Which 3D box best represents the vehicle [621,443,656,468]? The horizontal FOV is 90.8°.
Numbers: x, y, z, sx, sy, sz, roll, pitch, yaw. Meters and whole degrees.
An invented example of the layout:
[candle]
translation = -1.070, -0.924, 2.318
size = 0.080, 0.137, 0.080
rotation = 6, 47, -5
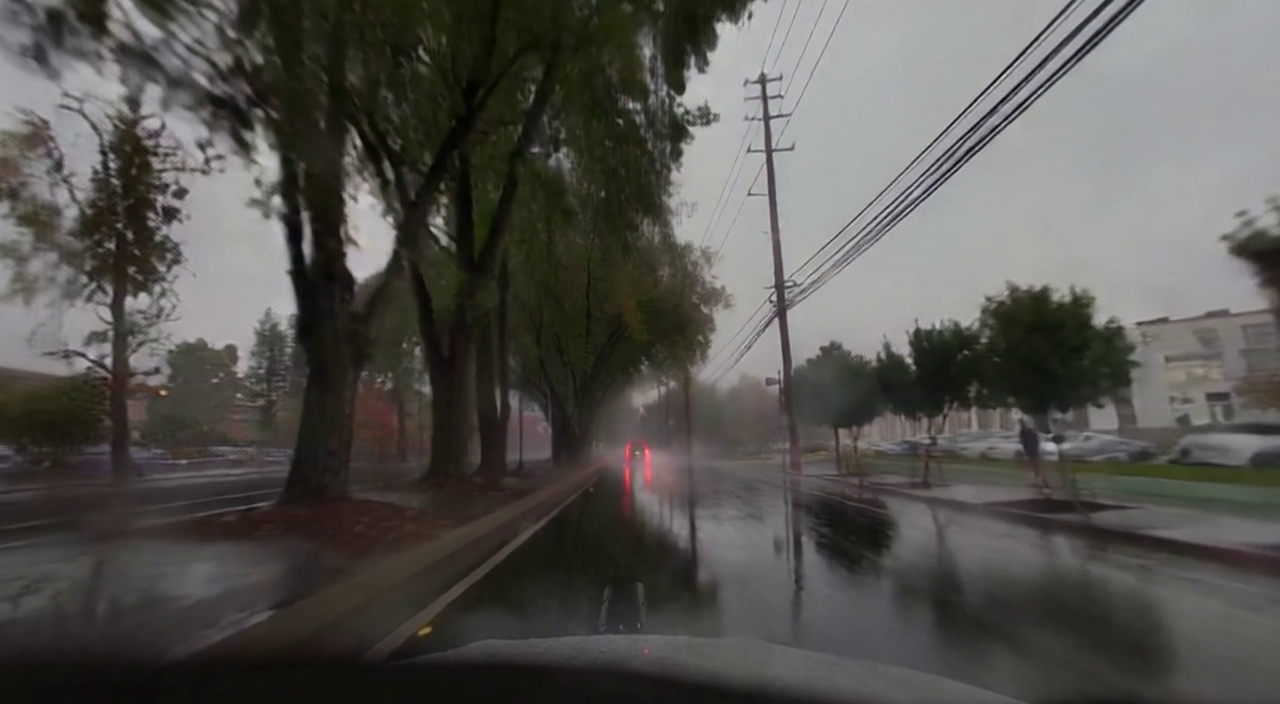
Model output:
[vehicle]
translation = -0.166, 6.590, 40.571
size = 2.109, 1.501, 4.042
rotation = 0, -8, -2
